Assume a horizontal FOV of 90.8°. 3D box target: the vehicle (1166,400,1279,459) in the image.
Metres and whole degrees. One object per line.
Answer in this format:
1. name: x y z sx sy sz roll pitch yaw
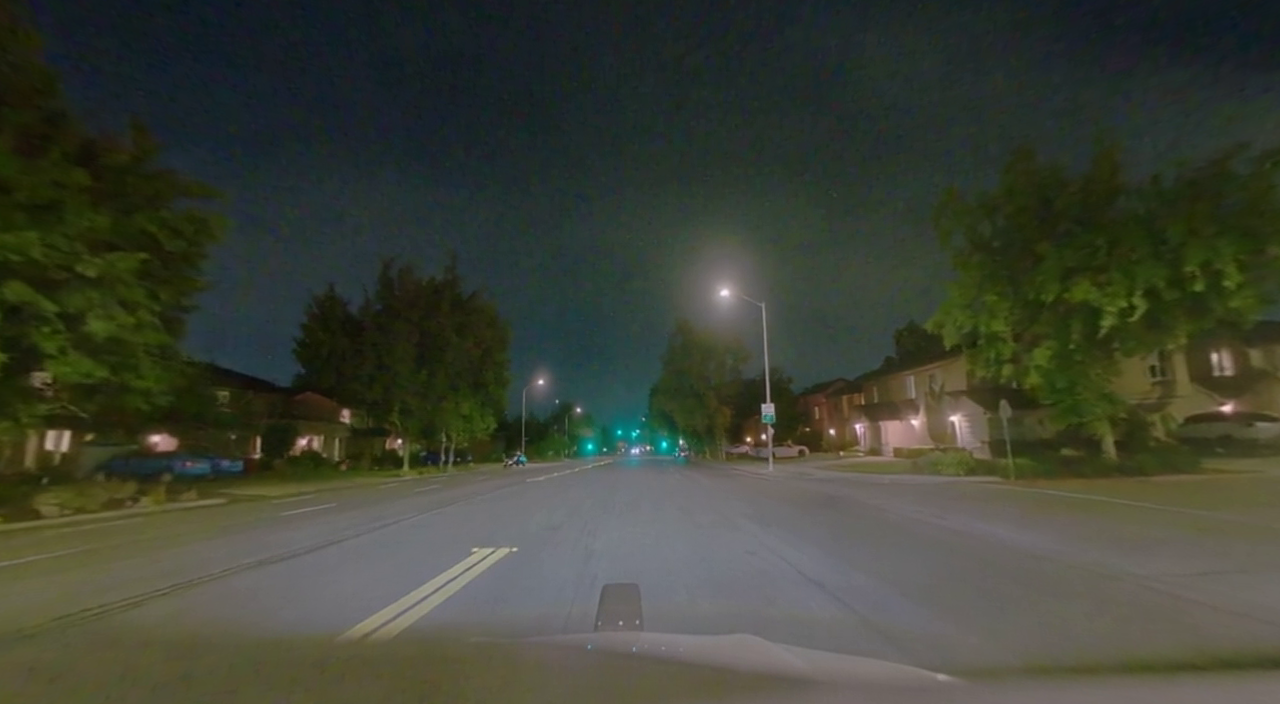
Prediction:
1. vehicle: 26.484 3.334 26.994 5.595 2.365 2.241 -1 -8 7

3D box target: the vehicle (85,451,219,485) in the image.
1. vehicle: -22.880 5.437 29.740 4.486 1.509 2.189 0 -8 1
